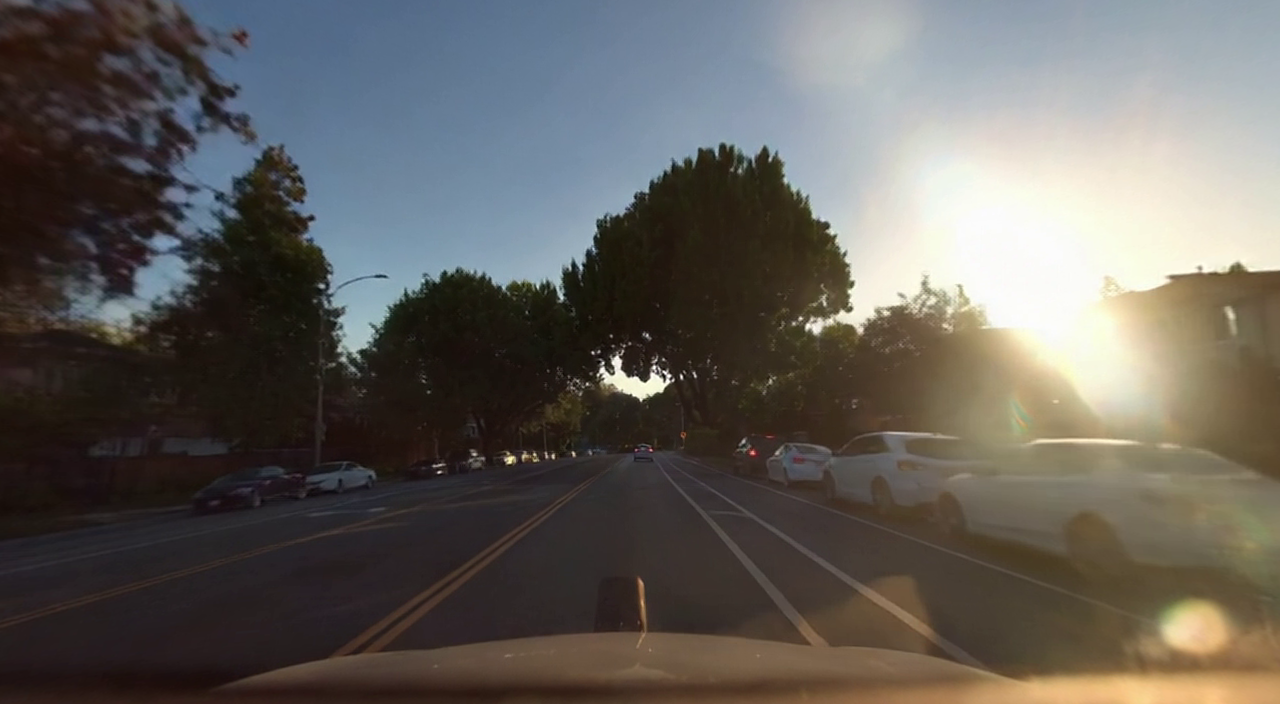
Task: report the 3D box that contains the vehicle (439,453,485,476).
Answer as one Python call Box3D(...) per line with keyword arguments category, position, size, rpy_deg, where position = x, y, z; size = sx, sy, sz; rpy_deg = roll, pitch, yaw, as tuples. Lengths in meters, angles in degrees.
Box3D(category="vehicle", position=(-12.308, 7.804, 43.939), size=(1.916, 1.463, 4.564), rpy_deg=(0, -9, -1))

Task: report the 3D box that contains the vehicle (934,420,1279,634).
Box3D(category="vehicle", position=(5.080, 1.543, 6.615), size=(1.875, 1.467, 4.332), rpy_deg=(0, -9, -1))

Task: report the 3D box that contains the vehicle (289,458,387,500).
Box3D(category="vehicle", position=(-12.384, 5.199, 26.287), size=(1.853, 1.497, 4.527), rpy_deg=(0, -9, 0))

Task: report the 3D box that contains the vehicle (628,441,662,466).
Box3D(category="vehicle", position=(0.286, 6.382, 39.845), size=(2.022, 1.471, 3.973), rpy_deg=(0, -9, -1))

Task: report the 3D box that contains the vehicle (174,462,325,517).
Box3D(category="vehicle", position=(-12.662, 4.449, 20.942), size=(1.969, 1.490, 4.675), rpy_deg=(0, -9, 1))

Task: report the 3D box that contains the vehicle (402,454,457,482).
Box3D(category="vehicle", position=(-12.555, 6.946, 37.997), size=(1.877, 1.505, 4.125), rpy_deg=(0, -9, 0))

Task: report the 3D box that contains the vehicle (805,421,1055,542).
Box3D(category="vehicle", position=(5.017, 2.277, 12.011), size=(2.217, 1.775, 4.960), rpy_deg=(0, -8, -2))
